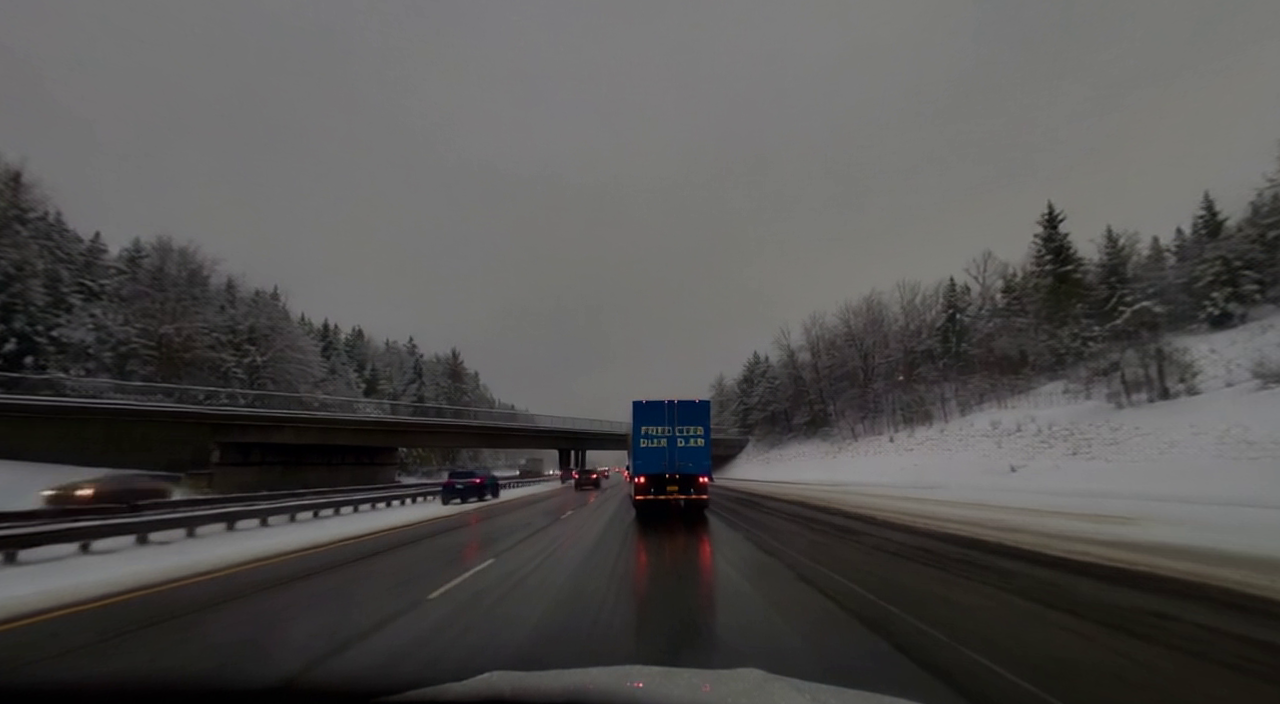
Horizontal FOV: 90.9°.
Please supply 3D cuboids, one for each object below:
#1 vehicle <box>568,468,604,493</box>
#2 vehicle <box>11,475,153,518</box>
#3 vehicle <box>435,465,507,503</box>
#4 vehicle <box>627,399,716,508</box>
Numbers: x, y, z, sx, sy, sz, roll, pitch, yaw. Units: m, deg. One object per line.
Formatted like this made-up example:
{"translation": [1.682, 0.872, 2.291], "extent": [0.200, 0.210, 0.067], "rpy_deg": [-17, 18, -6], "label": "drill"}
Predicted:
{"translation": [-3.617, 8.681, 42.731], "extent": [1.978, 1.516, 4.617], "rpy_deg": [0, -11, 1], "label": "vehicle"}
{"translation": [-21.053, 5.444, 24.014], "extent": [1.703, 1.443, 3.961], "rpy_deg": [1, -11, 0], "label": "vehicle"}
{"translation": [-7.644, 6.014, 28.967], "extent": [1.955, 1.539, 4.650], "rpy_deg": [0, -11, 1], "label": "vehicle"}
{"translation": [1.045, 4.500, 27.251], "extent": [2.980, 3.834, 9.423], "rpy_deg": [1, -11, -2], "label": "vehicle"}
